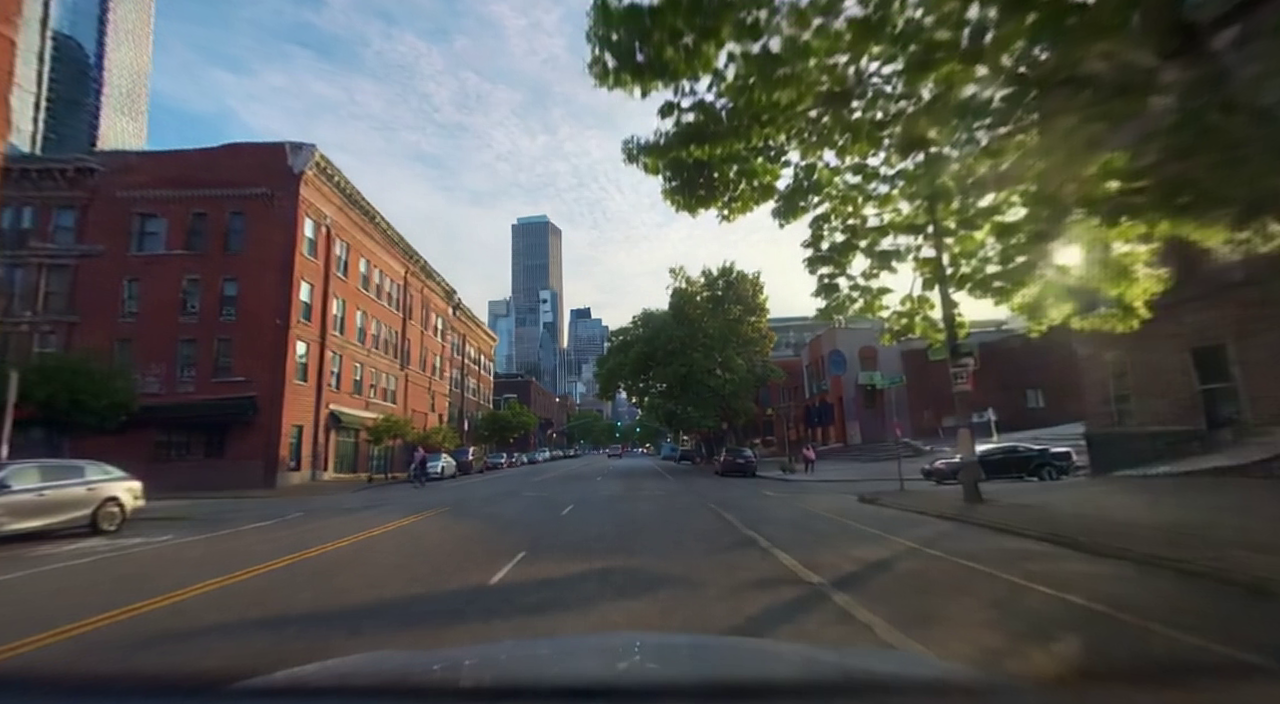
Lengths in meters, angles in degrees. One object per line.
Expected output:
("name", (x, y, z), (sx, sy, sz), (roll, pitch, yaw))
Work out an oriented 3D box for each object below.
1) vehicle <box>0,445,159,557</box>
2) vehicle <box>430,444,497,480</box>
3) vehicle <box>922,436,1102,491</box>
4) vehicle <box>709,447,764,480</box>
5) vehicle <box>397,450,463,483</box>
("vehicle", (-10.912, 2.520, 10.804), (1.977, 1.697, 4.285), (-2, -10, 0))
("vehicle", (-11.139, 6.963, 40.453), (2.574, 1.922, 6.292), (-4, -8, -2))
("vehicle", (11.541, 3.480, 19.845), (4.380, 1.608, 1.942), (0, -9, 0))
("vehicle", (4.704, 5.466, 31.320), (1.929, 1.522, 4.543), (0, -9, -1))
("vehicle", (-11.299, 6.171, 34.317), (1.992, 1.629, 4.773), (0, -9, -1))
